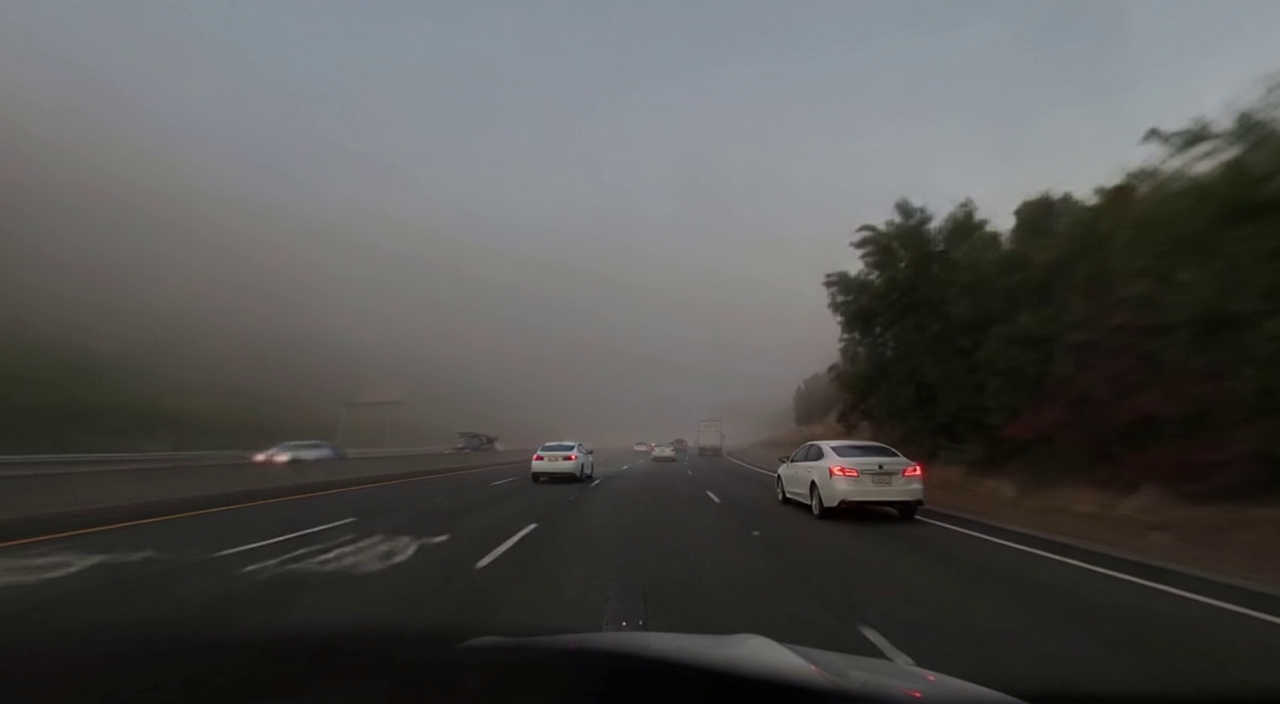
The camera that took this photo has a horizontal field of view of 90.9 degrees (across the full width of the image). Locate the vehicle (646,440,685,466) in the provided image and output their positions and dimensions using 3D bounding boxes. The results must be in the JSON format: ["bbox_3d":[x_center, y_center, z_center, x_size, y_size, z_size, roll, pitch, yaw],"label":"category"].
[{"bbox_3d":[1.560,6.075,38.098,2.202,1.467,3.929,-1,-8,3],"label":"vehicle"}]

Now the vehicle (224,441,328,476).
[{"bbox_3d":[-19.078,5.603,33.420,2.094,1.696,5.276,-1,-8,4],"label":"vehicle"}]

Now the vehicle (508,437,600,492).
[{"bbox_3d":[-2.520,3.464,19.797,2.031,1.491,4.792,-1,-8,3],"label":"vehicle"}]

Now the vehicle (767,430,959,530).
[{"bbox_3d":[3.837,2.273,11.828,2.013,1.464,4.317,1,-8,0],"label":"vehicle"}]
